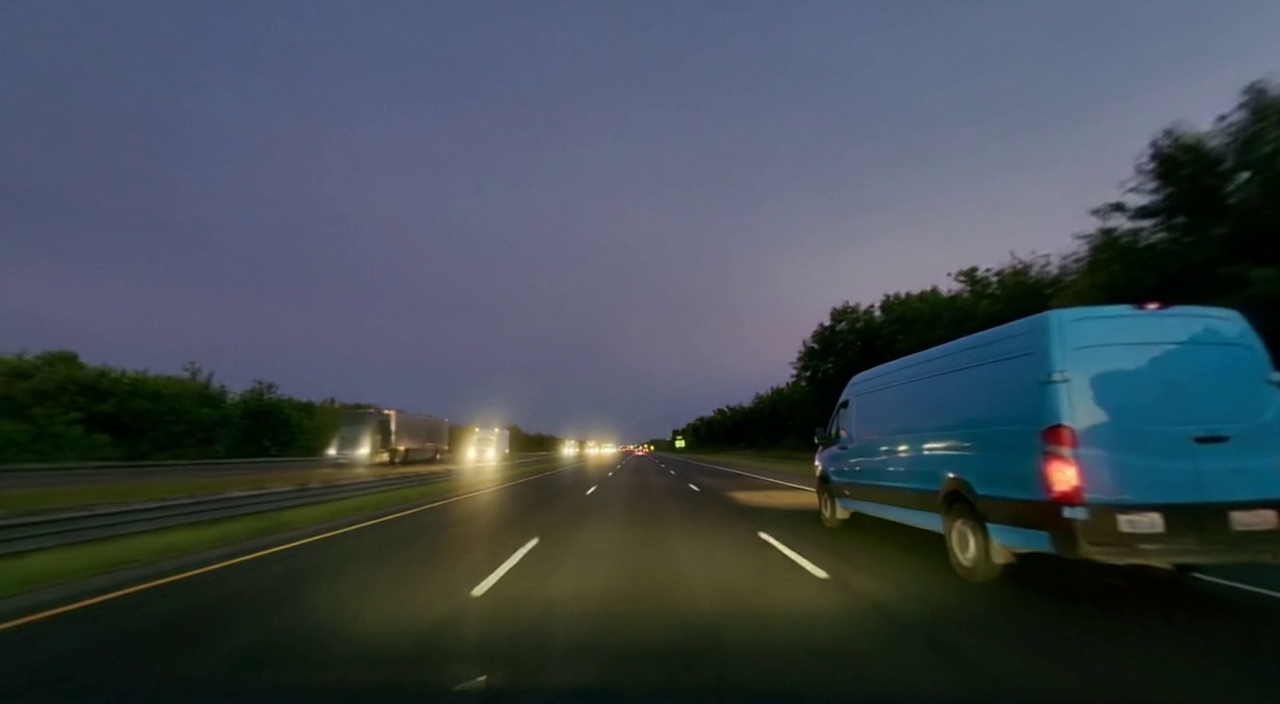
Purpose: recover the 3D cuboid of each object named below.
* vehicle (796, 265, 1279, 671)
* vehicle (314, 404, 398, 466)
[{"bbox_3d":[3.964,1.172,7.271,2.552,2.524,6.630,0,-9,-1],"label":"vehicle"},{"bbox_3d":[-19.592,5.866,43.976,2.946,3.975,6.121,0,-9,0],"label":"vehicle"}]
